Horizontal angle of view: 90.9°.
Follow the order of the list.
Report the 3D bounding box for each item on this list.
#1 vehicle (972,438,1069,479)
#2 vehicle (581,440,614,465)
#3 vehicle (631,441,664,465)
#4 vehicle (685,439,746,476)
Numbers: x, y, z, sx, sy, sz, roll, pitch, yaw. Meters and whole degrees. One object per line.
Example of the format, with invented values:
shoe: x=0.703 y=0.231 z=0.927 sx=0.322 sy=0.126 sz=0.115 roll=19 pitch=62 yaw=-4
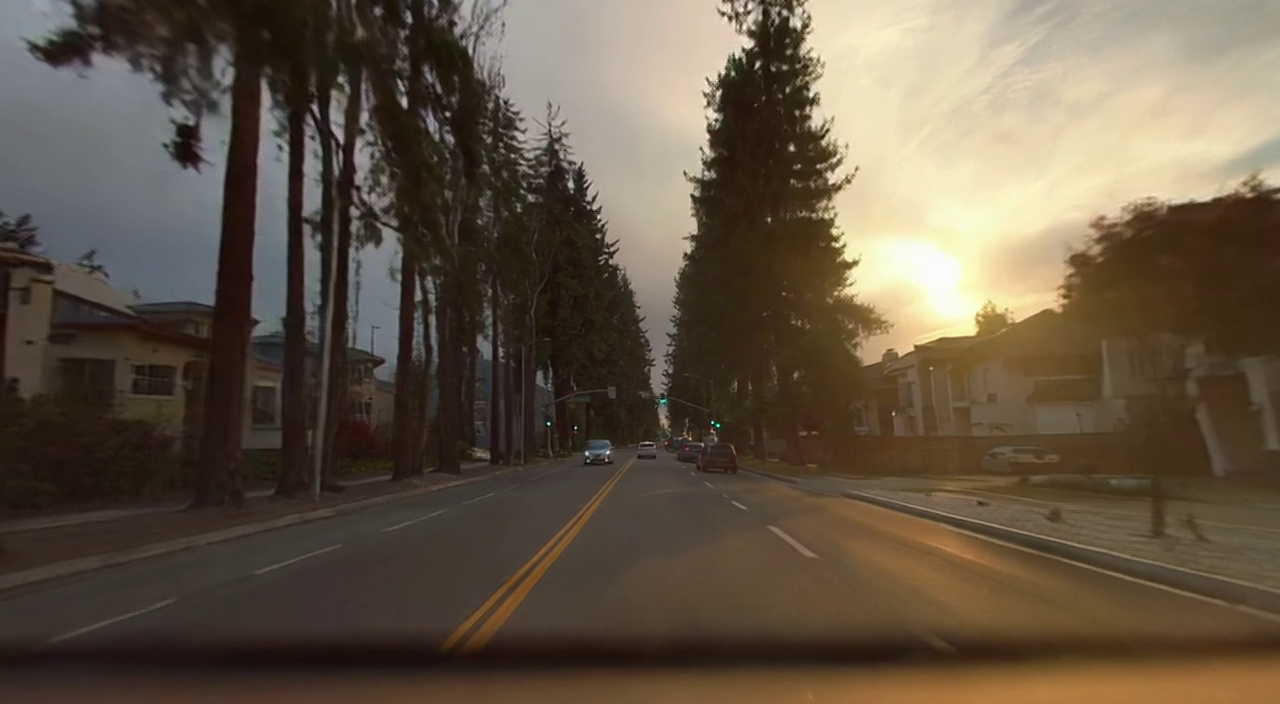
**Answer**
vehicle: x=17.983 y=5.035 z=30.005 sx=1.831 sy=1.778 sz=3.787 roll=1 pitch=-9 yaw=-8
vehicle: x=-2.856 y=6.860 z=43.003 sx=1.954 sy=1.618 sz=4.050 roll=0 pitch=-9 yaw=1
vehicle: x=0.433 y=6.723 z=42.085 sx=2.097 sy=1.463 sz=4.043 roll=0 pitch=-9 yaw=-1
vehicle: x=3.249 y=4.662 z=28.063 sx=2.078 sy=1.488 sz=4.741 roll=0 pitch=-9 yaw=-1
